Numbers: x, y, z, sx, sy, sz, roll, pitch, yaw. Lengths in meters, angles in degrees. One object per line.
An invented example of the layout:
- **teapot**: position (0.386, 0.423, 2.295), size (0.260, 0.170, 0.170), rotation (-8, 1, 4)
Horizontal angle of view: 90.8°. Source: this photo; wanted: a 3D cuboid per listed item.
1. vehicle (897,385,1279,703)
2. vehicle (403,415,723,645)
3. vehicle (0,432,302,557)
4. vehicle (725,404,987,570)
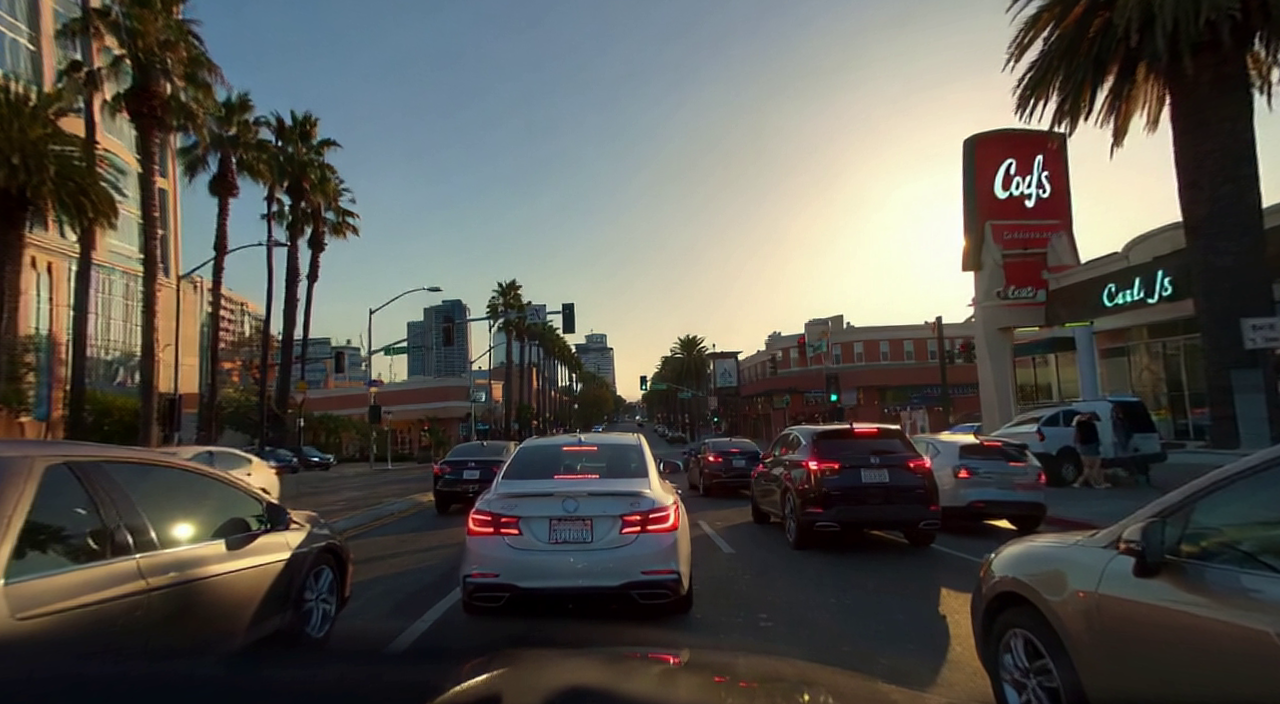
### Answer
- **vehicle**: position (2.619, 0.817, 1.523), size (2.085, 1.469, 4.458), rotation (0, -9, 0)
- **vehicle**: position (-0.525, 1.474, 6.257), size (2.096, 1.492, 4.071), rotation (0, -9, -1)
- **vehicle**: position (-7.362, 2.050, 9.839), size (1.945, 1.494, 4.252), rotation (0, -9, -2)
- **vehicle**: position (2.633, 1.785, 9.096), size (2.096, 1.775, 4.440), rotation (0, -9, -1)
